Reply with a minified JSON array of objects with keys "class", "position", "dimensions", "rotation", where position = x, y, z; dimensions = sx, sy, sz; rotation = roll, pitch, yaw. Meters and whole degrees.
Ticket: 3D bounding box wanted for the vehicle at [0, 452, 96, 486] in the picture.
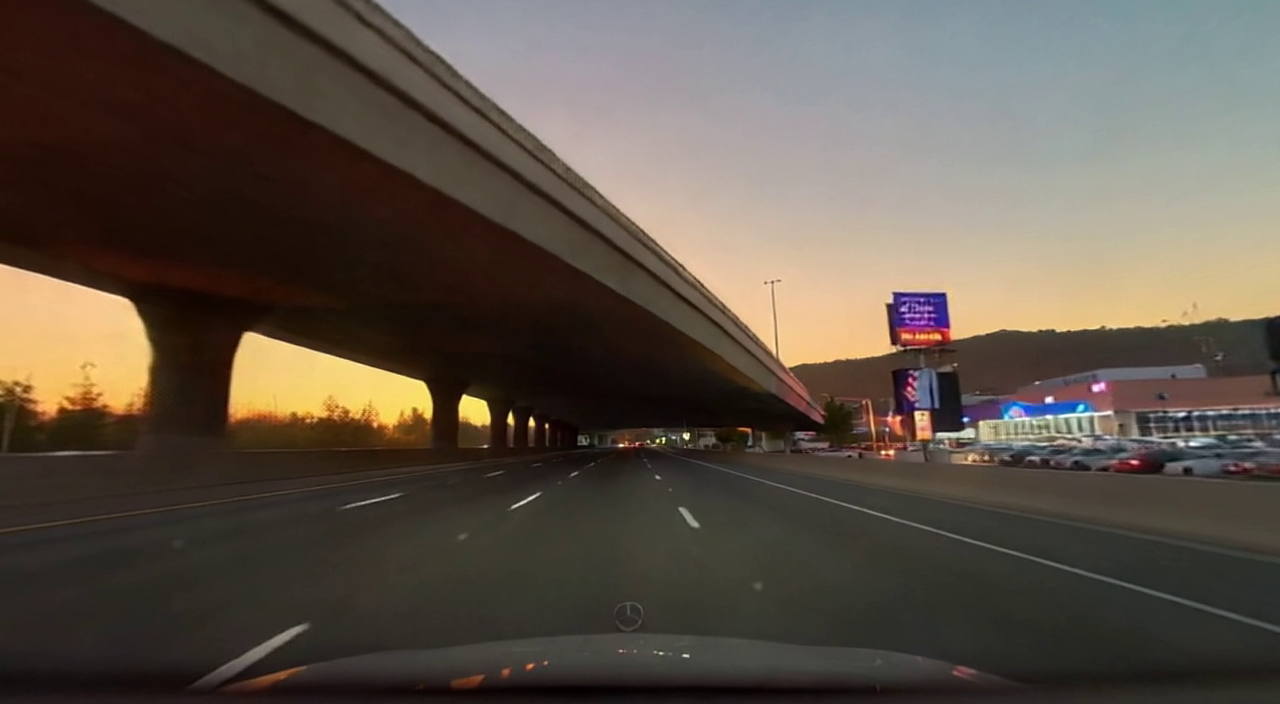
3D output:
[{"class":"vehicle","position":[-29.519,5.675,30.920],"dimensions":[1.932,1.454,4.229],"rotation":[0,-8,-1]}]
